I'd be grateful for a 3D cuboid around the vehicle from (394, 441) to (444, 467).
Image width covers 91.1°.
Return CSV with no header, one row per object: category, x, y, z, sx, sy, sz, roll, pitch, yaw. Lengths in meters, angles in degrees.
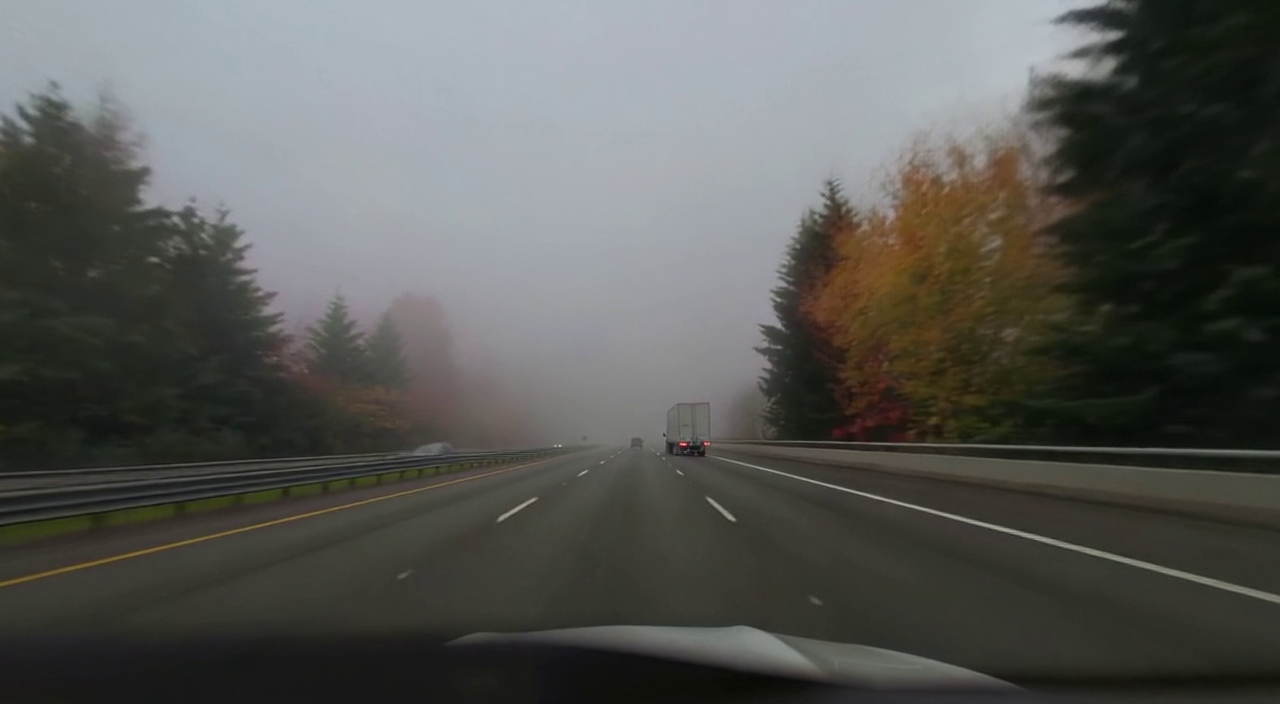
vehicle,-13.916,6.413,39.718,1.806,1.491,3.826,0,-8,-1
